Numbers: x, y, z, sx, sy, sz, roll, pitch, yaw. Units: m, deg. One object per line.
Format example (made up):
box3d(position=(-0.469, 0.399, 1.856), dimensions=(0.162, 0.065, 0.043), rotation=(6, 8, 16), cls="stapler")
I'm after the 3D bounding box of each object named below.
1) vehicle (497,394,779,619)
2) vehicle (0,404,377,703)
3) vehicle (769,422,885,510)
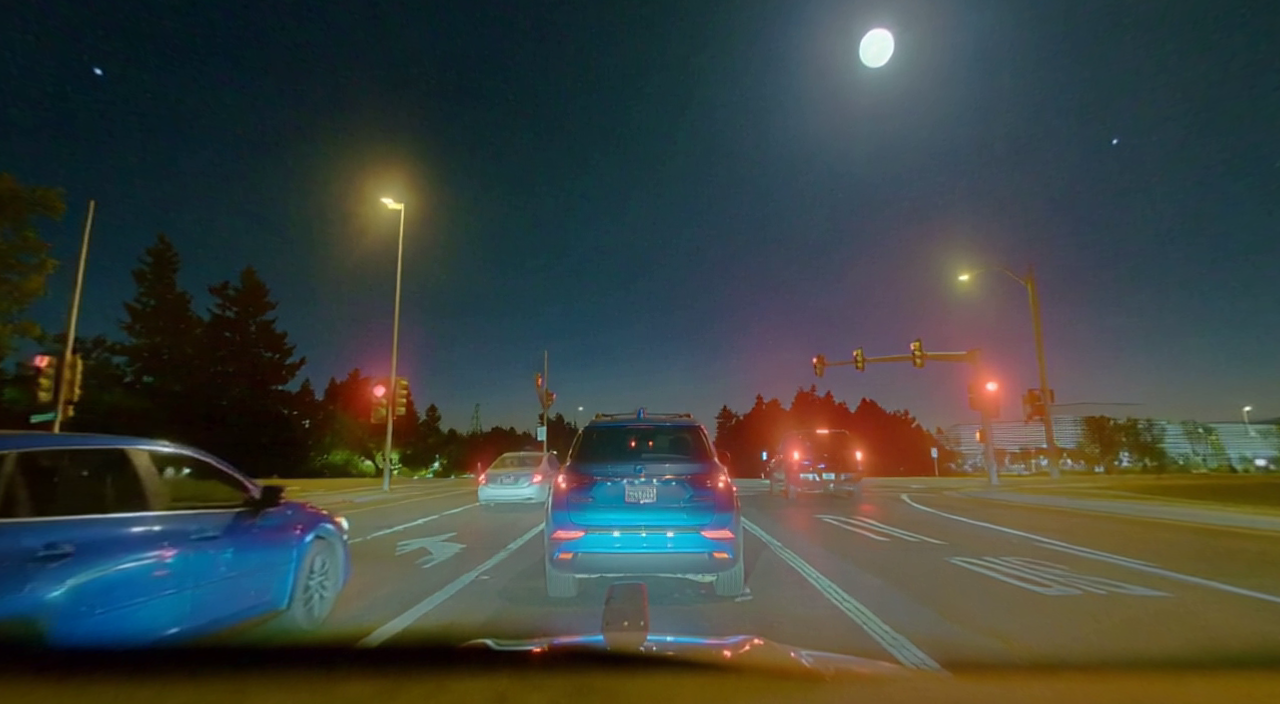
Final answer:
box3d(position=(-0.037, 1.529, 7.183), dimensions=(2.203, 1.757, 4.286), rotation=(0, -8, -1), cls="vehicle")
box3d(position=(-3.352, 1.071, 3.326), dimensions=(1.913, 1.453, 4.413), rotation=(0, -8, 2), cls="vehicle")
box3d(position=(4.813, 2.992, 16.936), dimensions=(2.084, 2.053, 4.073), rotation=(-1, -8, 4), cls="vehicle")
